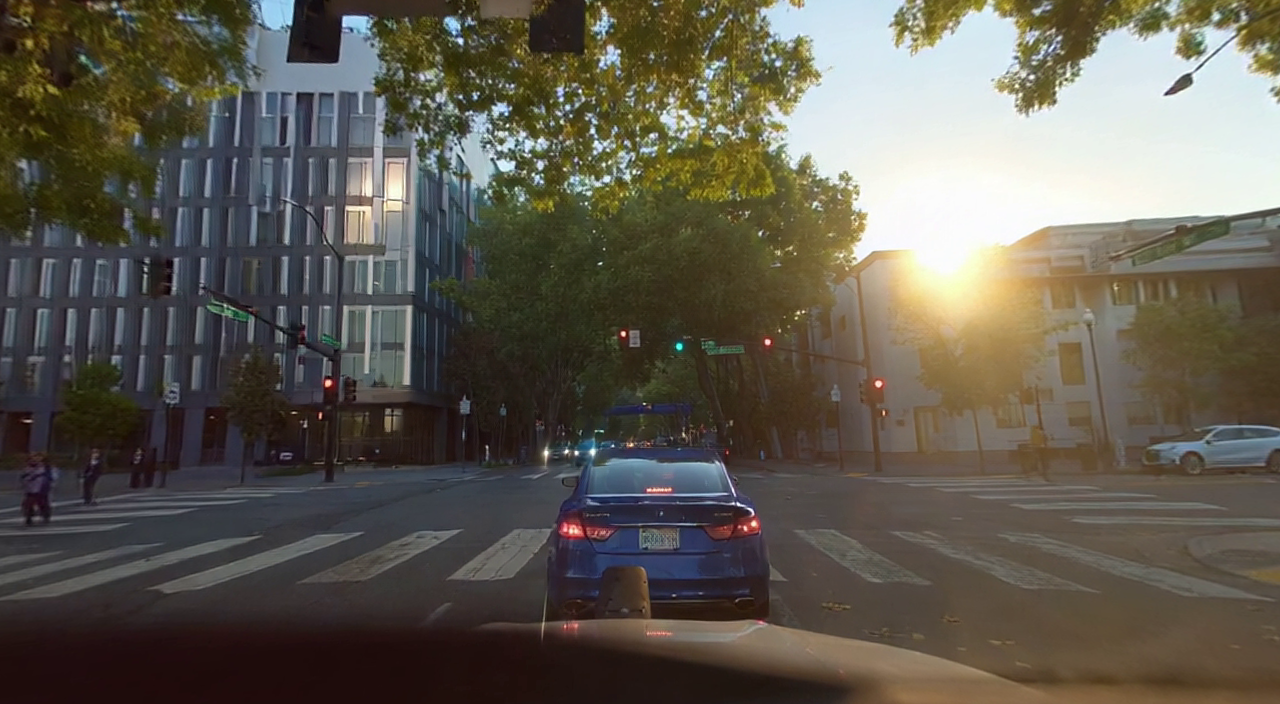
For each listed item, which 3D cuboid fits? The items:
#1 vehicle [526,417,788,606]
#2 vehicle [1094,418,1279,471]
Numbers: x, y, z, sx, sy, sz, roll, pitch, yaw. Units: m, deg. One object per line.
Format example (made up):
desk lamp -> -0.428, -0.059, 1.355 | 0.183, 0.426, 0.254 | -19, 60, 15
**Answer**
vehicle -> -0.157, 1.645, 7.490 | 1.893, 1.532, 4.145 | 2, -9, -16
vehicle -> 19.126, 3.261, 22.220 | 4.675, 1.772, 1.945 | 0, -8, -1
